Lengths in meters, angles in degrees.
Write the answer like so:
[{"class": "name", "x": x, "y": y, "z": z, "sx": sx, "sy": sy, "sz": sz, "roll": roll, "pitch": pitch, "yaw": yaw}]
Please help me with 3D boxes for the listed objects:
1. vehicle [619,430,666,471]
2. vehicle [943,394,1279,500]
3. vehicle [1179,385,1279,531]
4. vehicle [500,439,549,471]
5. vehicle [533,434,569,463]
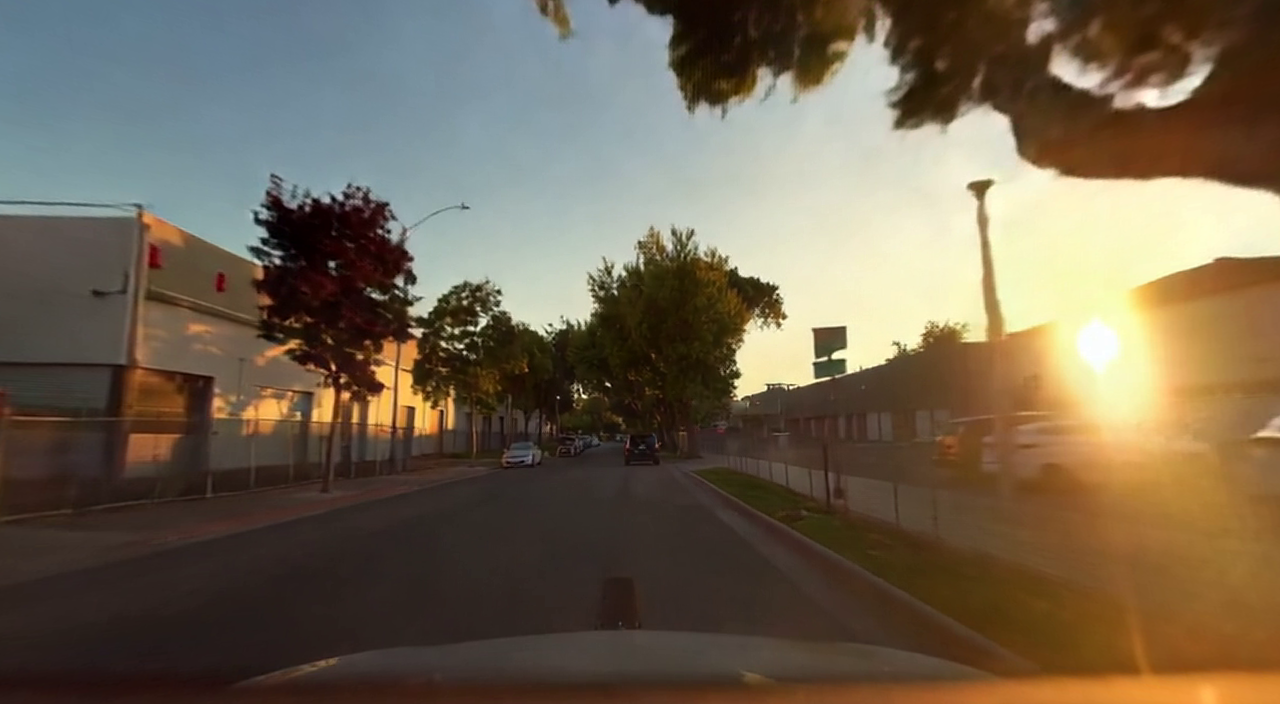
[{"class": "vehicle", "x": 0.118, "y": 4.789, "z": 30.862, "sx": 2.152, "sy": 1.874, "sz": 4.042, "roll": 0, "pitch": -8, "yaw": 0}, {"class": "vehicle", "x": 8.482, "y": 1.793, "z": 11.670, "sx": 4.616, "sy": 1.500, "sz": 1.963, "roll": -4, "pitch": -11, "yaw": -1}, {"class": "vehicle", "x": 9.182, "y": 1.123, "z": 7.172, "sx": 4.178, "sy": 1.599, "sz": 1.926, "roll": -2, "pitch": -10, "yaw": 1}, {"class": "vehicle", "x": -6.181, "y": 5.613, "z": 34.138, "sx": 1.938, "sy": 1.500, "sz": 4.130, "roll": -3, "pitch": -10, "yaw": -2}, {"class": "vehicle", "x": -6.730, "y": 7.396, "z": 48.076, "sx": 2.005, "sy": 1.989, "sz": 4.929, "roll": -3, "pitch": -9, "yaw": 0}]
